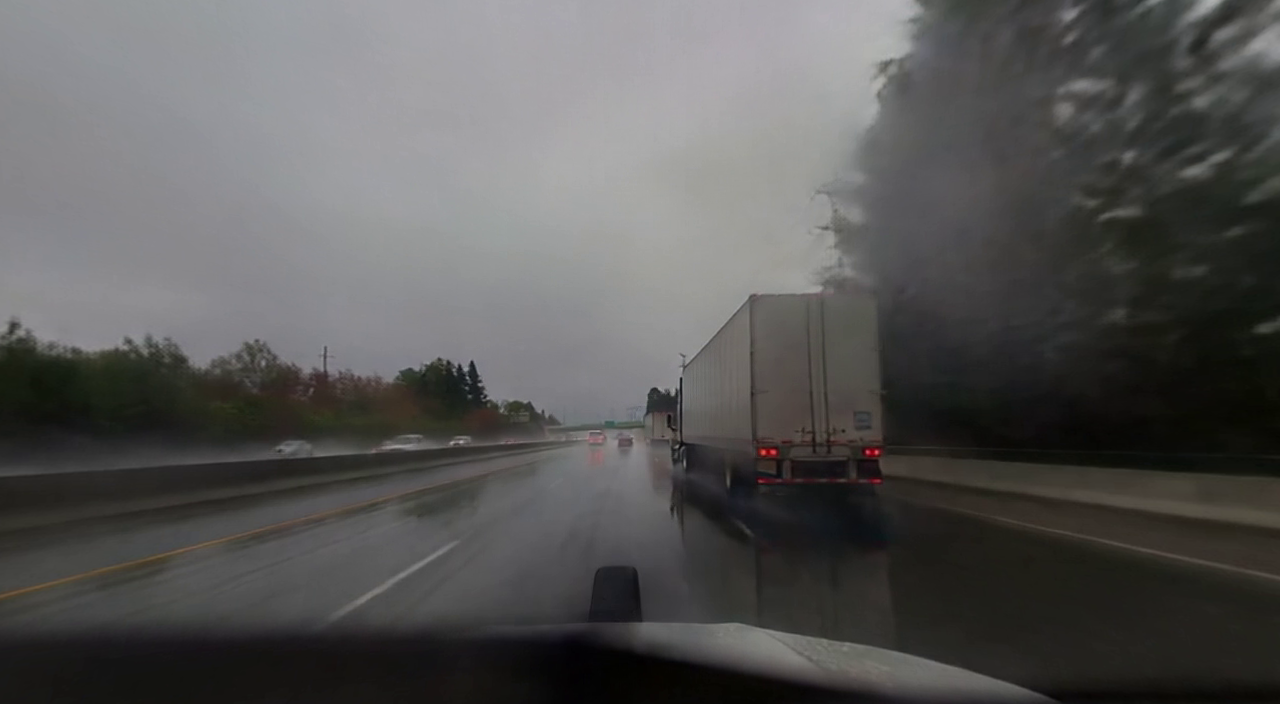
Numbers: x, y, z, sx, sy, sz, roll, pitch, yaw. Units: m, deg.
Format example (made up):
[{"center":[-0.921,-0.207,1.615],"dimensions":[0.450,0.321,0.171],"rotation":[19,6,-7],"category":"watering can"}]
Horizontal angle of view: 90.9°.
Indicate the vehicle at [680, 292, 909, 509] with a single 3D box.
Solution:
[{"center":[3.304,1.821,18.889],"dimensions":[2.905,4.080,14.157],"rotation":[0,-8,-2],"category":"vehicle"}]
